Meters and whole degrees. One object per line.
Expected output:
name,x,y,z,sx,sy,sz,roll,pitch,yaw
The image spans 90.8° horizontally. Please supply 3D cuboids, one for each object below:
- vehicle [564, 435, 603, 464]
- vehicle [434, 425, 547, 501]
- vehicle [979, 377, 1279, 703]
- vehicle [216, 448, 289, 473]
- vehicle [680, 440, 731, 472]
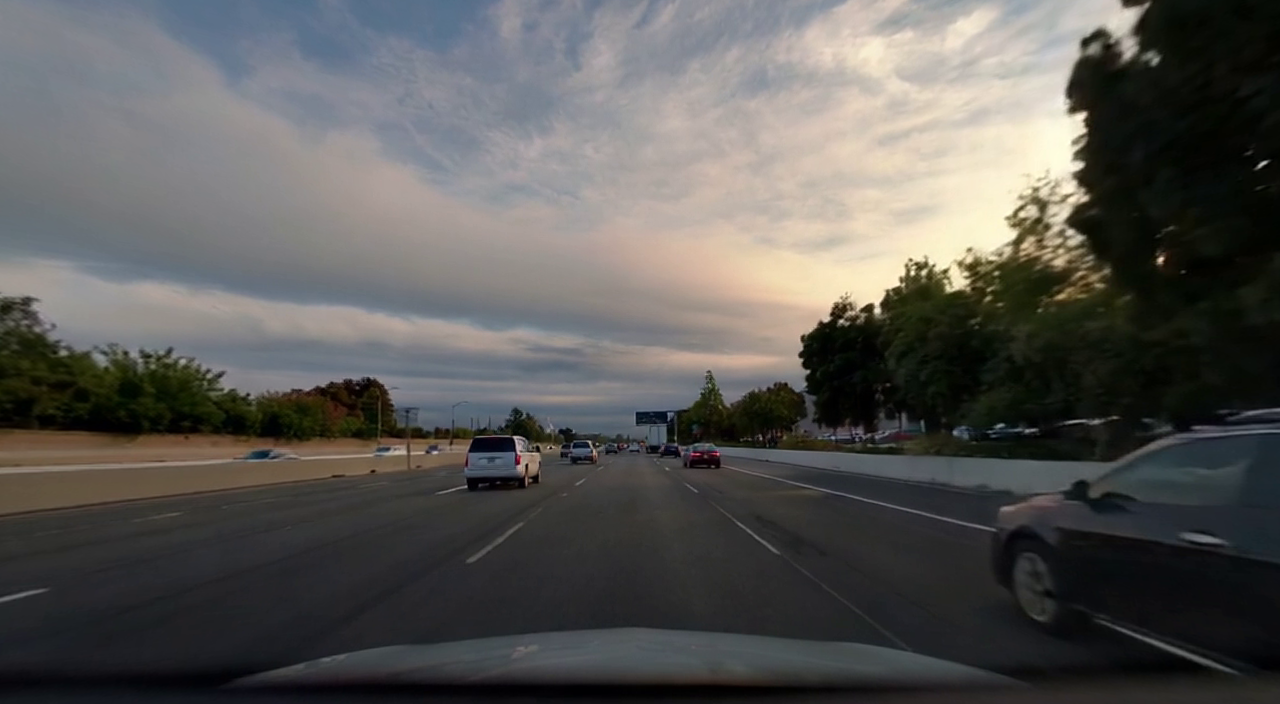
vehicle,-4.016,7.078,45.892,2.410,1.981,5.355,0,-8,0
vehicle,-3.873,2.969,17.240,1.987,1.765,4.508,0,-8,0
vehicle,3.683,0.905,2.636,2.033,1.596,4.344,0,-8,-1
vehicle,-24.943,6.990,40.869,1.944,1.478,4.295,0,-8,1
vehicle,3.263,5.269,32.195,1.957,1.510,4.643,0,-8,-2
